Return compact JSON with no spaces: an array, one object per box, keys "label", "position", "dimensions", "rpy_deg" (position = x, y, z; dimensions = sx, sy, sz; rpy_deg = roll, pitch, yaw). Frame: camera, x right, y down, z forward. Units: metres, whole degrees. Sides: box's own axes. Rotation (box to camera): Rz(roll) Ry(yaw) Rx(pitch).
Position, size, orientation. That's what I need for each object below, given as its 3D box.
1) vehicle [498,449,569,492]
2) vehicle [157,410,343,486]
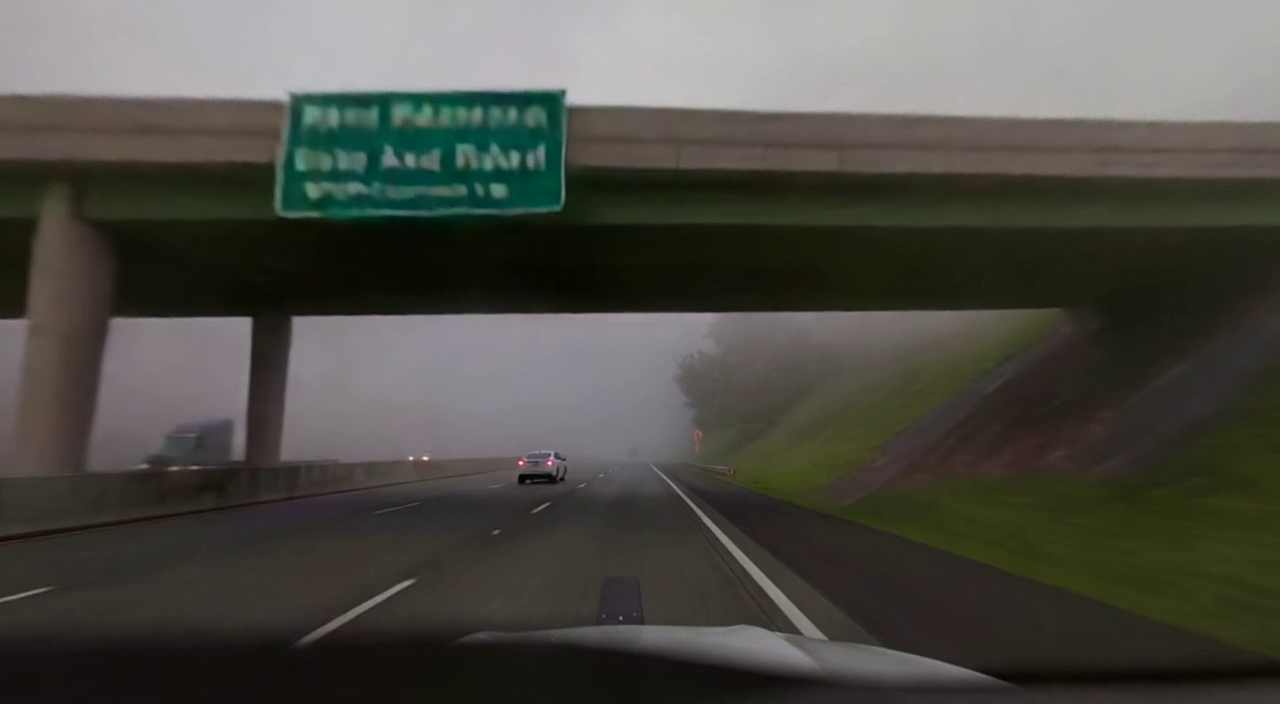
[{"label":"vehicle","position":[-3.987,4.497,24.272],"dimensions":[1.992,1.504,4.117],"rpy_deg":[0,-9,0]},{"label":"vehicle","position":[-23.753,6.119,40.157],"dimensions":[2.831,3.931,14.158],"rpy_deg":[0,-9,0]}]
